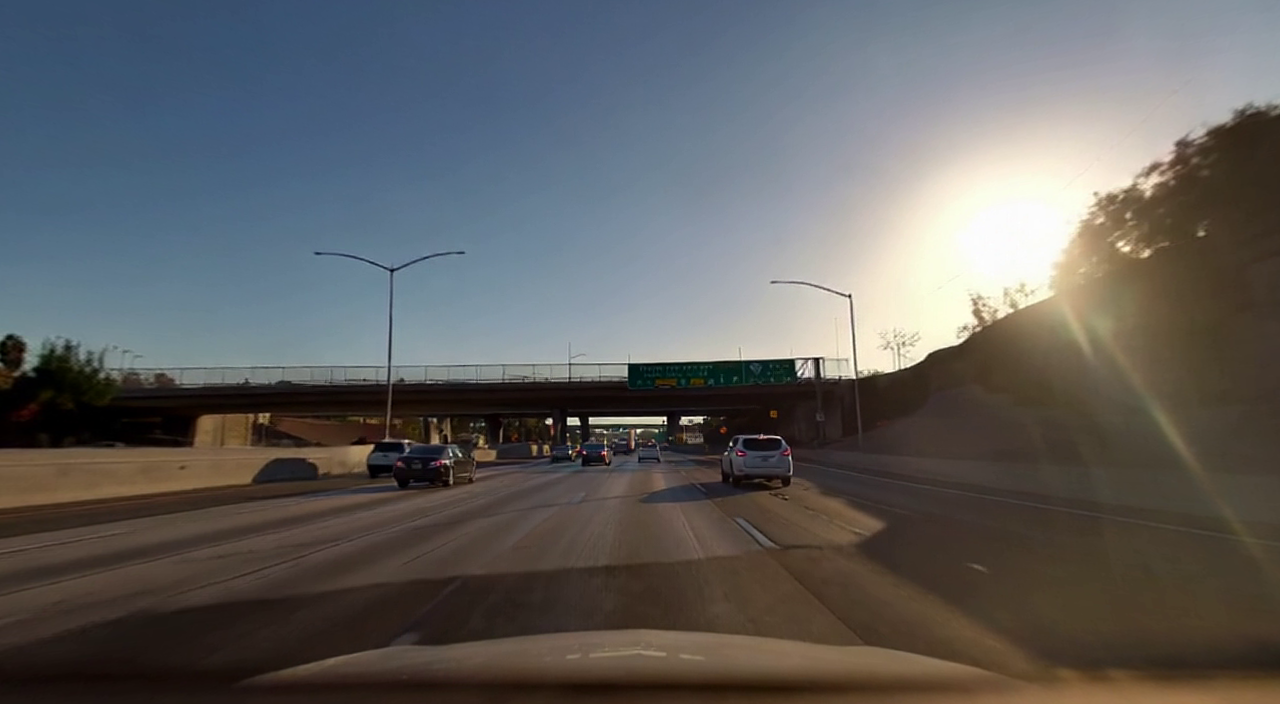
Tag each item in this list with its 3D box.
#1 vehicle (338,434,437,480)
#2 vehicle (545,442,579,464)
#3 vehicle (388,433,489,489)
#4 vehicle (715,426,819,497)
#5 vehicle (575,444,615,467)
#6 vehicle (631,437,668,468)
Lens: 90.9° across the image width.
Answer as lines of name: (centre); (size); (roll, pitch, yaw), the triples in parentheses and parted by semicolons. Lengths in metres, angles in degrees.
vehicle: (-11.298, 4.734, 28.765); (2.292, 1.848, 5.285); (0, -8, 1)
vehicle: (-5.971, 7.750, 48.646); (1.992, 1.604, 3.966); (0, -8, 1)
vehicle: (-6.579, 3.596, 21.117); (1.946, 1.688, 4.019); (0, -8, 1)
vehicle: (3.573, 3.195, 18.736); (2.083, 1.823, 4.627); (0, -8, -1)
vehicle: (-2.886, 6.811, 41.605); (2.205, 1.406, 4.286); (0, -8, 2)
vehicle: (0.599, 6.090, 38.296); (2.133, 1.739, 3.925); (0, -8, 1)
